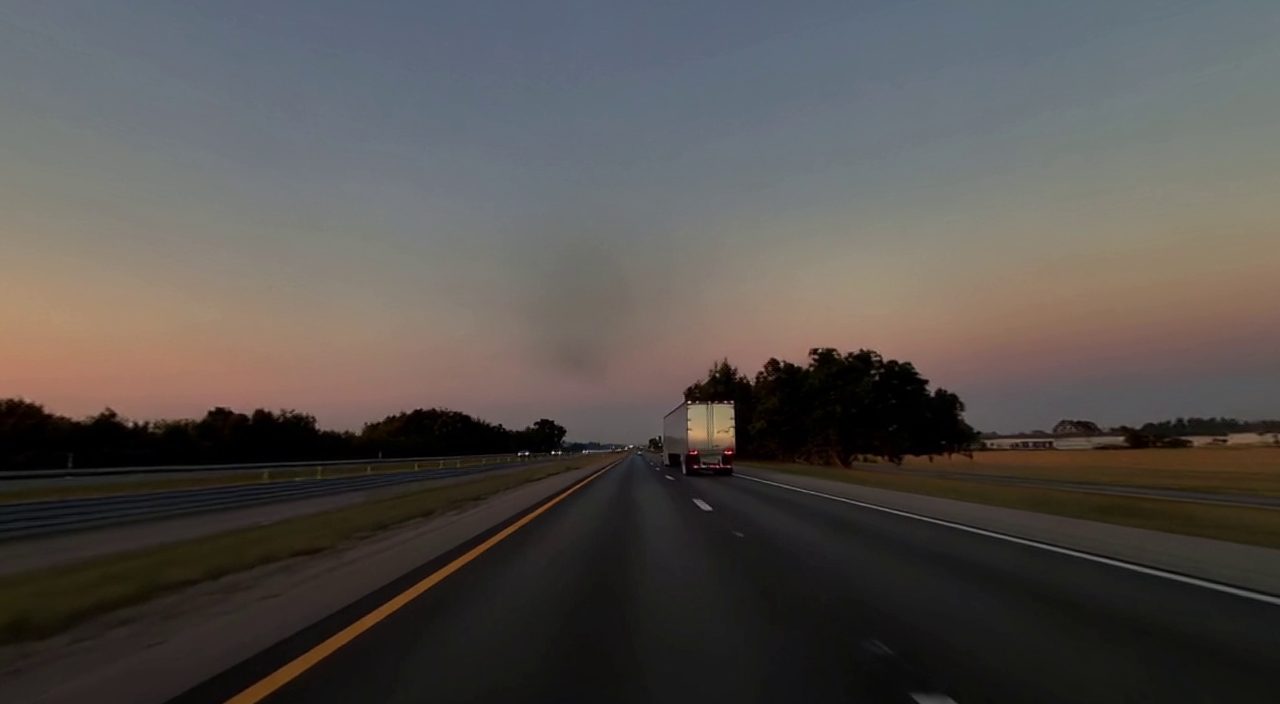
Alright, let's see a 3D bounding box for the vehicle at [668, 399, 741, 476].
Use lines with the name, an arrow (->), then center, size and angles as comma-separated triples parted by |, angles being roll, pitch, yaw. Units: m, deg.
vehicle -> 3.749, 5.503, 39.885 | 3.175, 4.103, 11.612 | 0, -9, -1
